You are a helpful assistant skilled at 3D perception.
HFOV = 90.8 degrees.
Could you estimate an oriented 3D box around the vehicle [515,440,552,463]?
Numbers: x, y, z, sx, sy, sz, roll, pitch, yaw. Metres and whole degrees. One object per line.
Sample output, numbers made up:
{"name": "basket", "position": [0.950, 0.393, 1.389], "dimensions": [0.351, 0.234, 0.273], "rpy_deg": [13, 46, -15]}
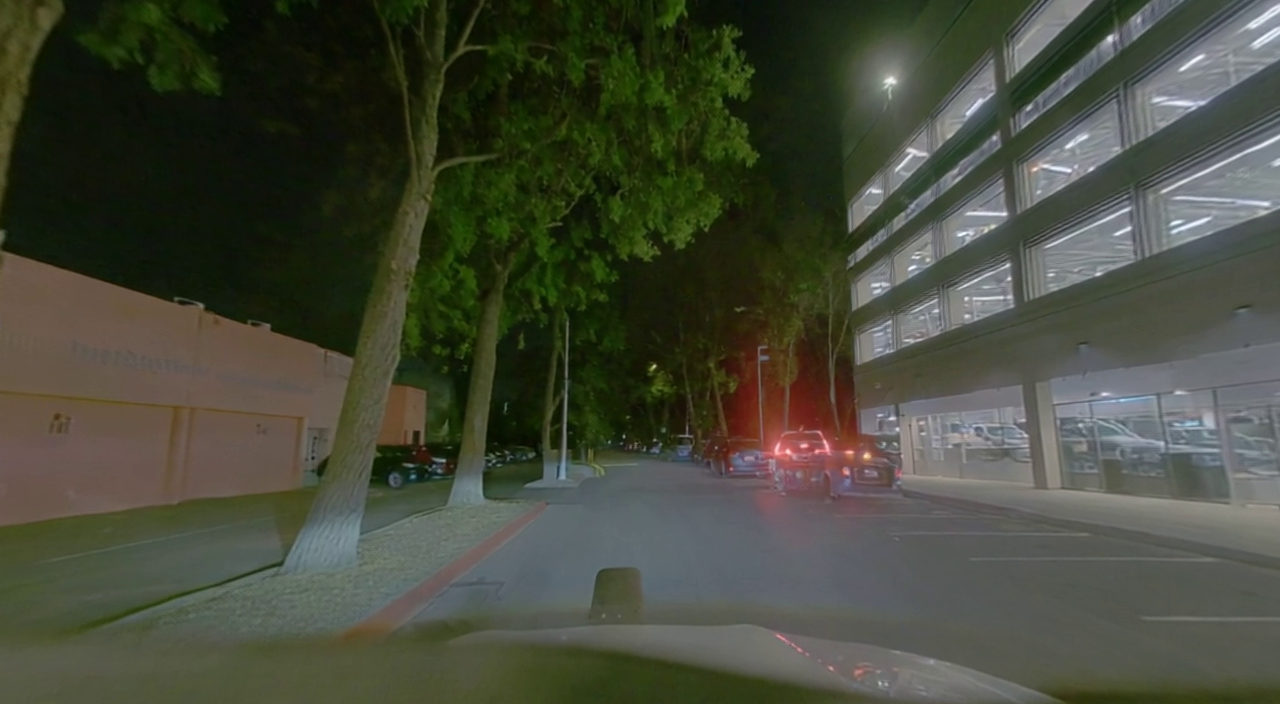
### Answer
{"name": "vehicle", "position": [-7.784, 7.325, 46.641], "dimensions": [1.993, 1.640, 4.457], "rpy_deg": [0, -8, -1]}

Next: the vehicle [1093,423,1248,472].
{"name": "vehicle", "position": [25.657, 4.610, 30.708], "dimensions": [5.596, 2.168, 2.307], "rpy_deg": [2, -8, -4]}

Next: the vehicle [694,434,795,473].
{"name": "vehicle", "position": [5.063, 4.876, 30.430], "dimensions": [4.626, 1.723, 1.939], "rpy_deg": [5, -10, -33]}

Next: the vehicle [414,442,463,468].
{"name": "vehicle", "position": [-14.268, 7.293, 44.983], "dimensions": [1.888, 1.657, 4.138], "rpy_deg": [0, -8, 4]}

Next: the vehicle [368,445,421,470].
{"name": "vehicle", "position": [-17.126, 7.357, 44.286], "dimensions": [1.850, 1.531, 4.256], "rpy_deg": [0, -8, 4]}

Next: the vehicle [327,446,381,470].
{"name": "vehicle", "position": [-20.139, 7.466, 44.653], "dimensions": [1.880, 1.617, 3.870], "rpy_deg": [0, -8, 1]}

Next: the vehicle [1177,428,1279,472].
{"name": "vehicle", "position": [26.481, 4.235, 27.308], "dimensions": [4.591, 1.808, 2.016], "rpy_deg": [0, -9, 0]}

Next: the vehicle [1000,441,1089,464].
{"name": "vehicle", "position": [26.395, 6.565, 41.268], "dimensions": [4.558, 1.452, 1.790], "rpy_deg": [0, -8, -1]}

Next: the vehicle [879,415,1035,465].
{"name": "vehicle", "position": [13.680, 3.850, 27.566], "dimensions": [5.540, 2.045, 2.259], "rpy_deg": [0, -8, -2]}
